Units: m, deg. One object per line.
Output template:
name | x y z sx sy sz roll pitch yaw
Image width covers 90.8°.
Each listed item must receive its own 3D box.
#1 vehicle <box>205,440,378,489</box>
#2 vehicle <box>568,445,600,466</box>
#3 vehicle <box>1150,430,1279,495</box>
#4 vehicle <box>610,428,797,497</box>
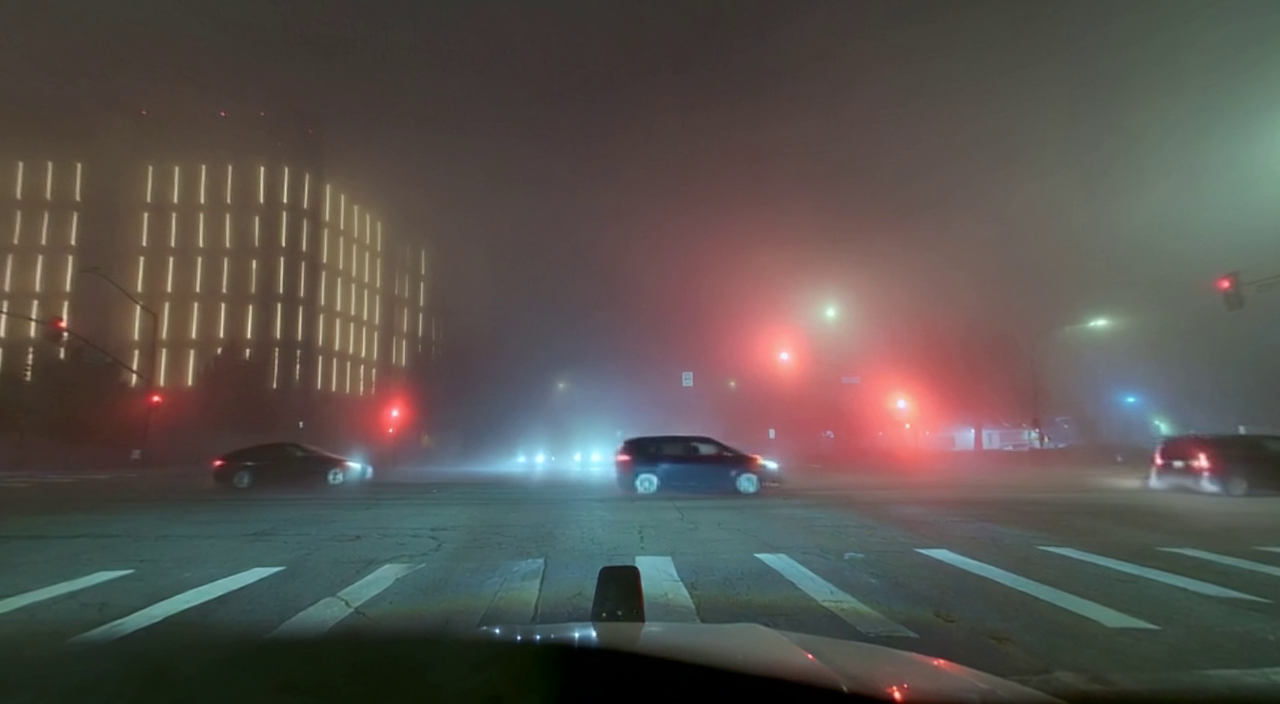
vehicle | -11.101 3.607 20.516 4.424 1.454 2.043 2 -9 -11
vehicle | -4.387 8.131 49.773 2.130 1.613 4.121 0 -8 0
vehicle | 20.026 3.514 20.398 5.101 1.940 2.468 1 -8 -6
vehicle | 1.678 3.093 17.965 4.923 1.800 2.153 1 -8 -6
